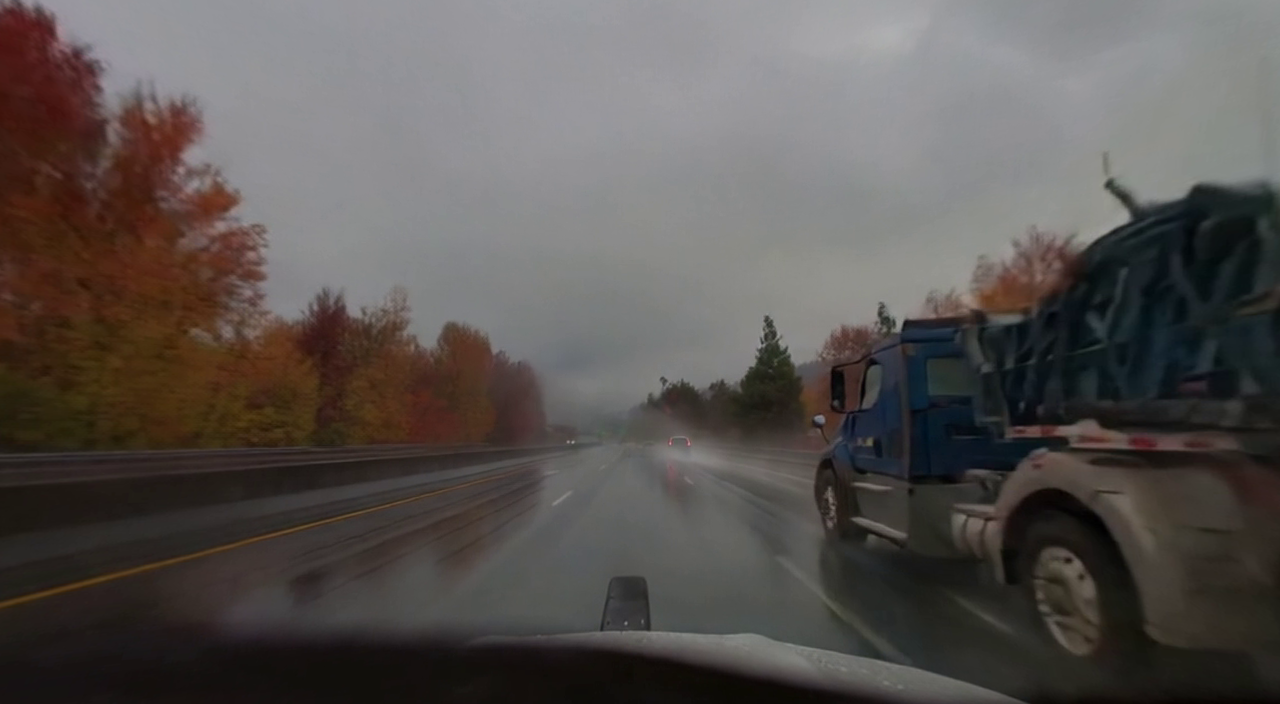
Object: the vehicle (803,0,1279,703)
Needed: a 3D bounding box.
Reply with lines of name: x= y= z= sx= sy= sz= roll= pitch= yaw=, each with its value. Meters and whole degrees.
vehicle: x=3.845 y=-0.044 z=4.620 sx=3.040 sy=4.038 sz=8.179 roll=0 pitch=-8 yaw=0
